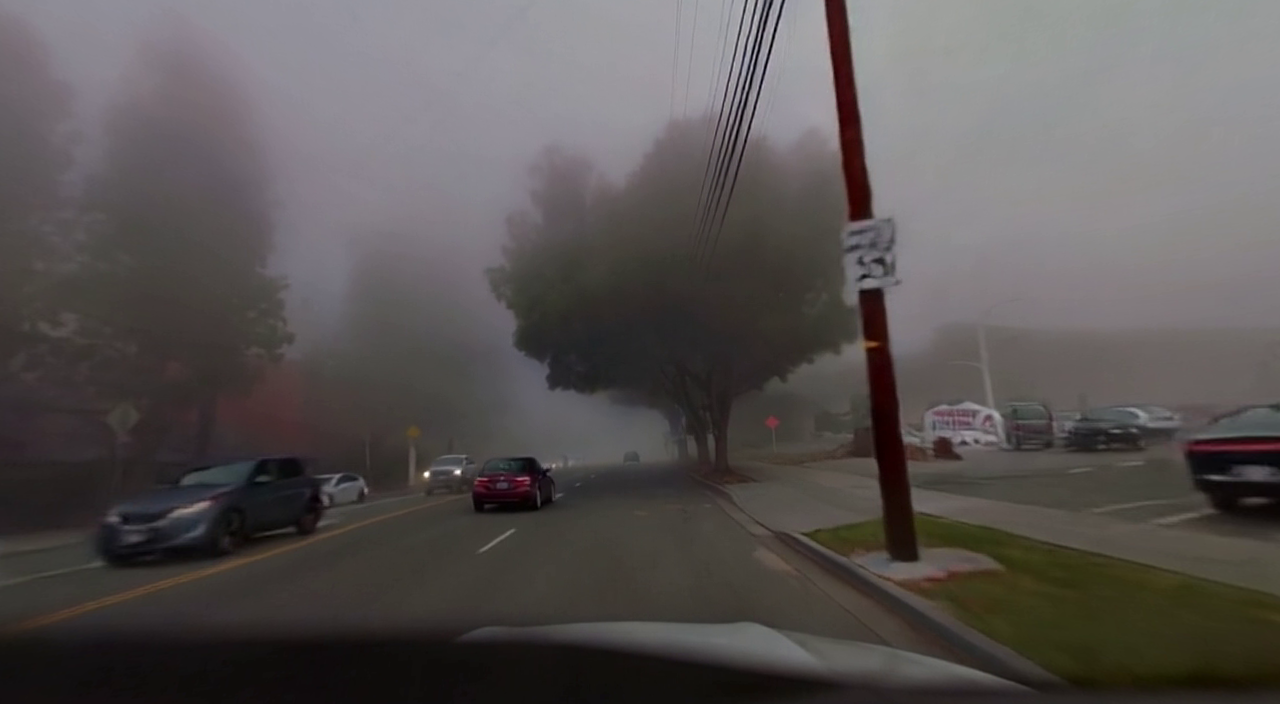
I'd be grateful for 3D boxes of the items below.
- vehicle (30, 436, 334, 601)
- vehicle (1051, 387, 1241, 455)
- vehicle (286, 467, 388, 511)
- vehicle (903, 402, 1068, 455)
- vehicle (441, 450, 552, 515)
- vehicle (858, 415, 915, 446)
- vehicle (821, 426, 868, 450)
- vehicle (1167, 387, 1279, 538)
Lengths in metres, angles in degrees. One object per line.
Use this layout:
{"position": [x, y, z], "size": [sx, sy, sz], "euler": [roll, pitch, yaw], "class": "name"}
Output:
{"position": [-6.853, 2.399, 10.151], "size": [1.855, 1.721, 4.329], "euler": [-9, -7, -6], "class": "vehicle"}
{"position": [19.758, 2.805, 25.023], "size": [4.982, 2.516, 2.697], "euler": [-2, -9, 11], "class": "vehicle"}
{"position": [-12.279, 5.553, 25.965], "size": [1.935, 1.463, 4.449], "euler": [0, -9, 1], "class": "vehicle"}
{"position": [13.927, 3.161, 25.799], "size": [5.266, 2.021, 2.329], "euler": [-1, -9, 4], "class": "vehicle"}
{"position": [-3.602, 3.342, 16.724], "size": [1.943, 1.455, 4.414], "euler": [0, -9, -1], "class": "vehicle"}
{"position": [17.436, 5.631, 44.933], "size": [2.014, 2.048, 4.717], "euler": [0, -9, -1], "class": "vehicle"}
{"position": [14.405, 6.108, 44.646], "size": [1.835, 1.549, 4.178], "euler": [0, -9, -1], "class": "vehicle"}
{"position": [7.909, 1.197, 7.043], "size": [4.000, 1.440, 1.746], "euler": [5, -10, -30], "class": "vehicle"}
